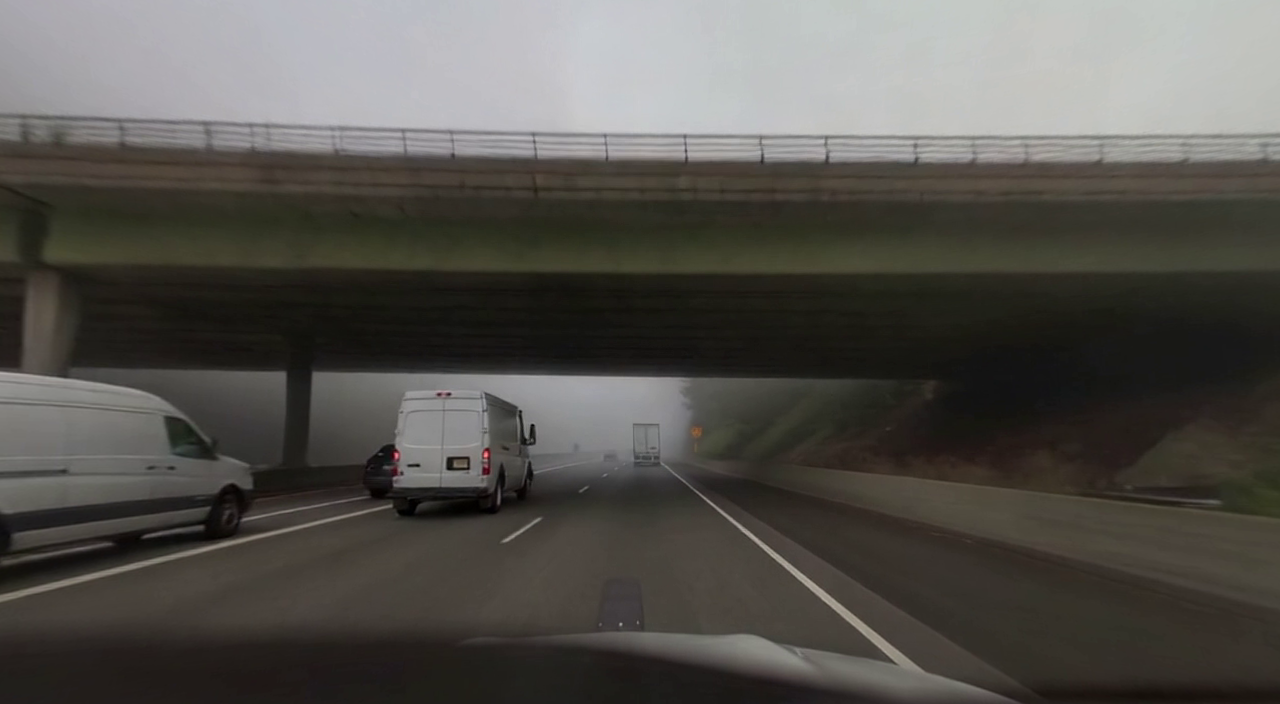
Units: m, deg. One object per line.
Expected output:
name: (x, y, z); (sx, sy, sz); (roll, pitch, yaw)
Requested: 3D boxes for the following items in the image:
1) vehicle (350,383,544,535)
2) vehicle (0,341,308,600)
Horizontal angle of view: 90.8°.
vehicle: (-3.892, 2.364, 14.310); (2.504, 2.694, 5.934); (0, -9, 0)
vehicle: (-7.692, 1.568, 8.737); (2.594, 2.571, 6.424); (0, -9, 0)
